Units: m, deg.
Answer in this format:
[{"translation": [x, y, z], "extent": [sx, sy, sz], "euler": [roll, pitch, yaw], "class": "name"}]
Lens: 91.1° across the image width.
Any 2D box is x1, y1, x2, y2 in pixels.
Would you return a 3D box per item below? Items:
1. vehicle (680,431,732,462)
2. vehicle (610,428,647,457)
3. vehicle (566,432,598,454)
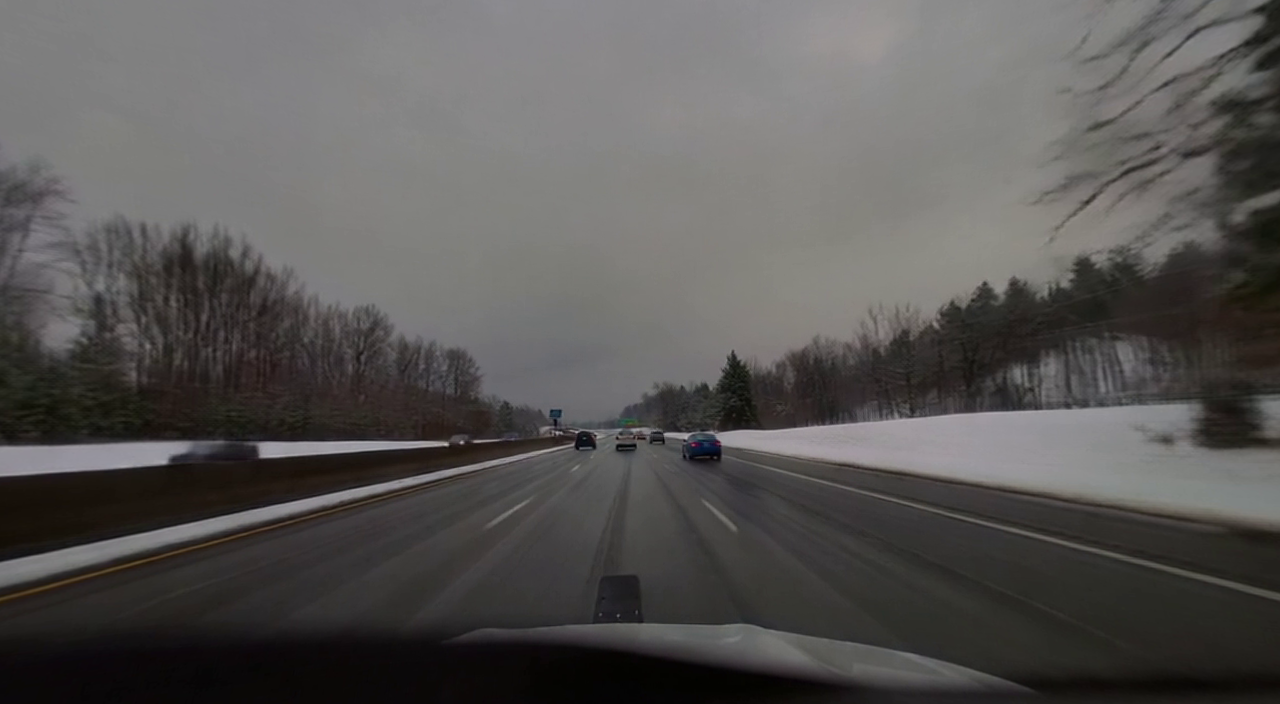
[{"translation": [3.354, 4.879, 32.795], "extent": [2.056, 1.479, 4.660], "euler": [0, -8, -2], "class": "vehicle"}, {"translation": [-0.706, 5.555, 38.730], "extent": [2.182, 1.680, 4.253], "euler": [0, -8, -1], "class": "vehicle"}, {"translation": [-4.099, 6.497, 45.034], "extent": [2.041, 1.546, 4.080], "euler": [0, -8, -1], "class": "vehicle"}]
